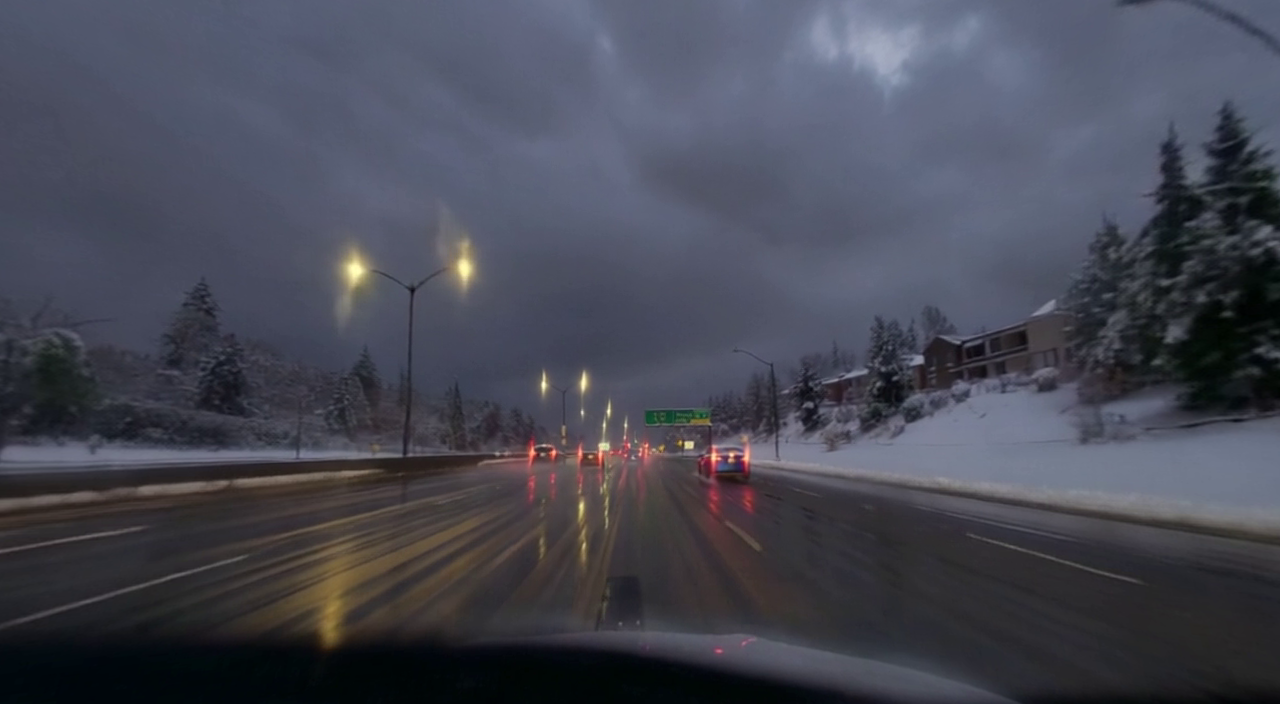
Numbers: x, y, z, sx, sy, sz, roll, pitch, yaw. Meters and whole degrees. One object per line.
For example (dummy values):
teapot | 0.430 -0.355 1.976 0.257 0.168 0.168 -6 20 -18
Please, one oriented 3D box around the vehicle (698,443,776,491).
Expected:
vehicle | 3.389 4.113 22.870 2.077 1.527 4.553 0 -9 -1

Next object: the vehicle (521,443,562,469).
vehicle | -6.811 7.269 44.089 2.112 1.721 4.381 0 -9 0

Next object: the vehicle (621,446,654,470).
vehicle | -0.136 7.274 43.438 2.166 1.496 4.158 0 -9 0

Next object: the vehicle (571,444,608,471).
vehicle | -3.253 6.898 41.489 2.091 1.664 4.157 0 -9 0

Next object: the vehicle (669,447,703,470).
vehicle | 3.220 7.526 44.629 2.036 1.517 4.256 0 -9 0
